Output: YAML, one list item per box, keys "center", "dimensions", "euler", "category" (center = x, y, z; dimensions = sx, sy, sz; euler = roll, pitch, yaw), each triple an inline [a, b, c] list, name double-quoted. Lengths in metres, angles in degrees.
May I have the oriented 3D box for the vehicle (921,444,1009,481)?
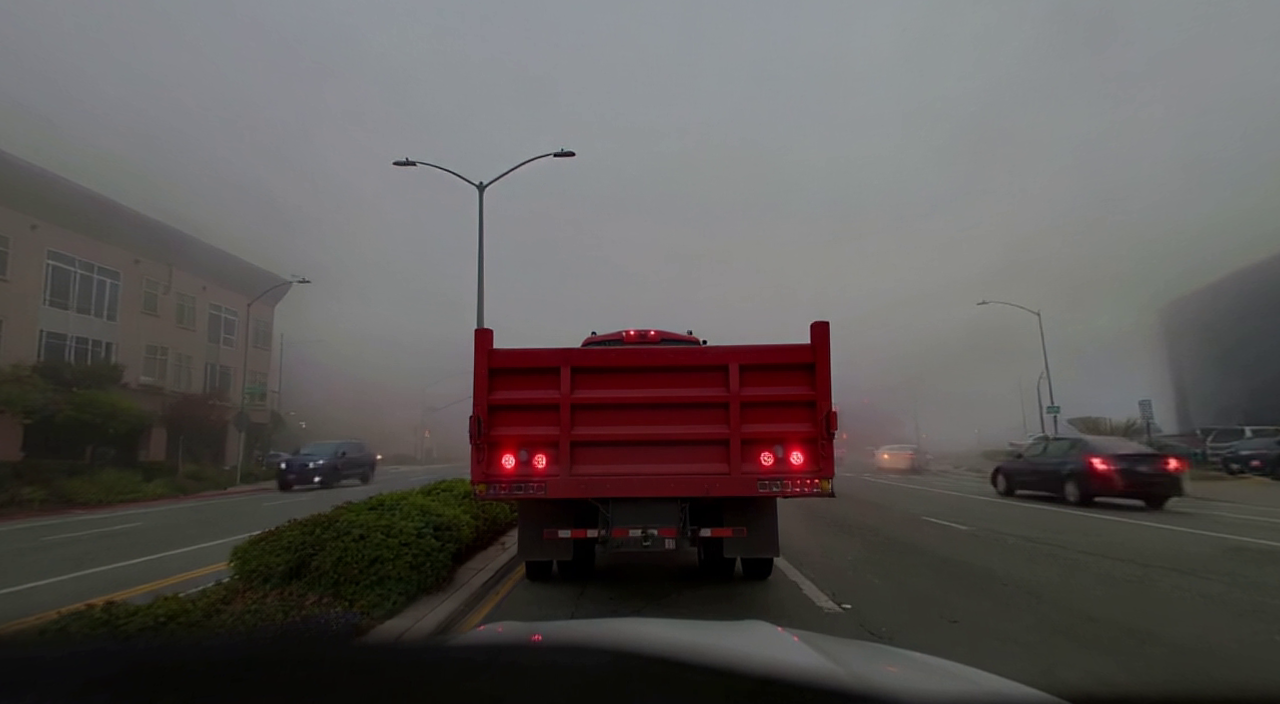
- center: [14.169, 4.804, 27.761]
  dimensions: [1.777, 1.488, 4.081]
  euler: [-1, -8, 1]
  category: "vehicle"

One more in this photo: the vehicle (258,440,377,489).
- center: [-14.325, 5.004, 28.580]
  dimensions: [2.218, 1.926, 5.753]
  euler: [-1, -8, 2]
  category: "vehicle"

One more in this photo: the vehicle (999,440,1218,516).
- center: [10.350, 2.776, 14.427]
  dimensions: [1.907, 1.465, 4.077]
  euler: [-1, -8, 1]
  category: "vehicle"

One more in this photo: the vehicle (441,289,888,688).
- center: [0.287, 1.303, 7.374]
  dimensions: [2.650, 2.391, 7.008]
  euler: [-1, -8, 3]
  category: "vehicle"
